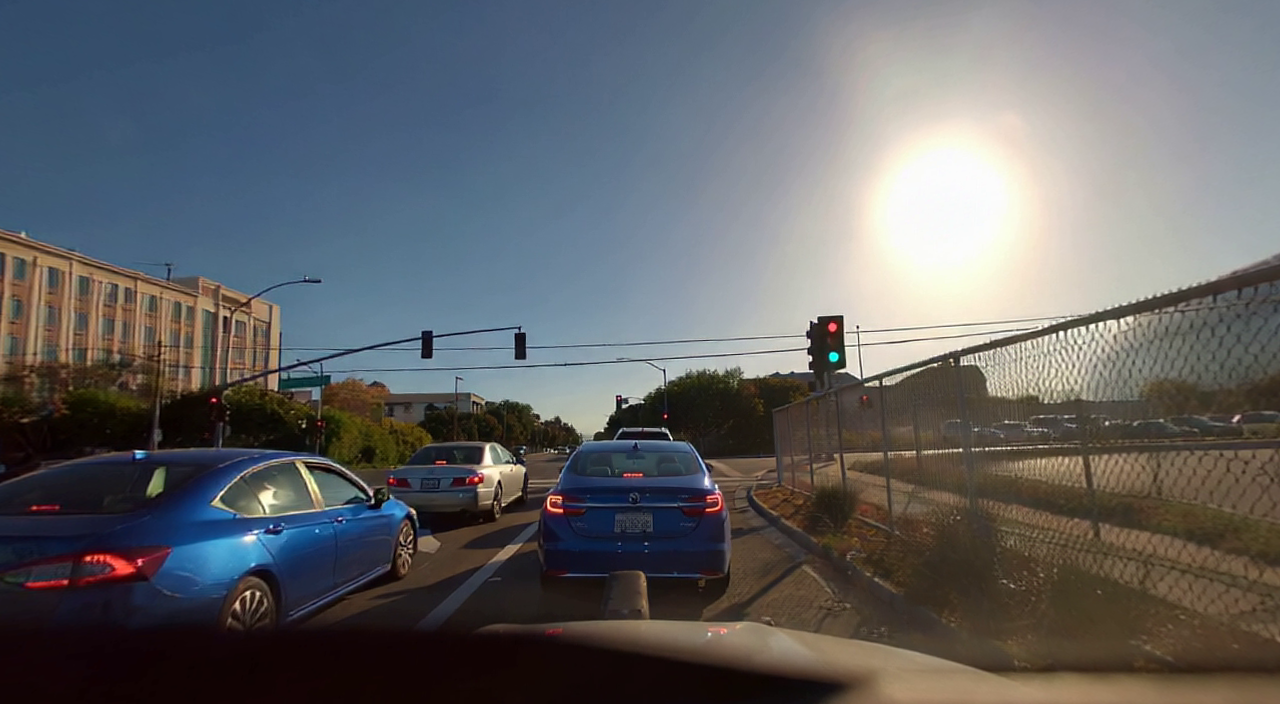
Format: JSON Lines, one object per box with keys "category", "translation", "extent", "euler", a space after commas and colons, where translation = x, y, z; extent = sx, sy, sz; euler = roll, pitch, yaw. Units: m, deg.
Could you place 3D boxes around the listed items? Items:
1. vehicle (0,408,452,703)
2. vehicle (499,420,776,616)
{"category": "vehicle", "translation": [-3.206, 1.320, 4.868], "extent": [1.971, 1.488, 4.581], "euler": [0, -9, 1]}
{"category": "vehicle", "translation": [-0.014, 1.602, 6.984], "extent": [2.144, 1.514, 4.063], "euler": [0, -9, 0]}
